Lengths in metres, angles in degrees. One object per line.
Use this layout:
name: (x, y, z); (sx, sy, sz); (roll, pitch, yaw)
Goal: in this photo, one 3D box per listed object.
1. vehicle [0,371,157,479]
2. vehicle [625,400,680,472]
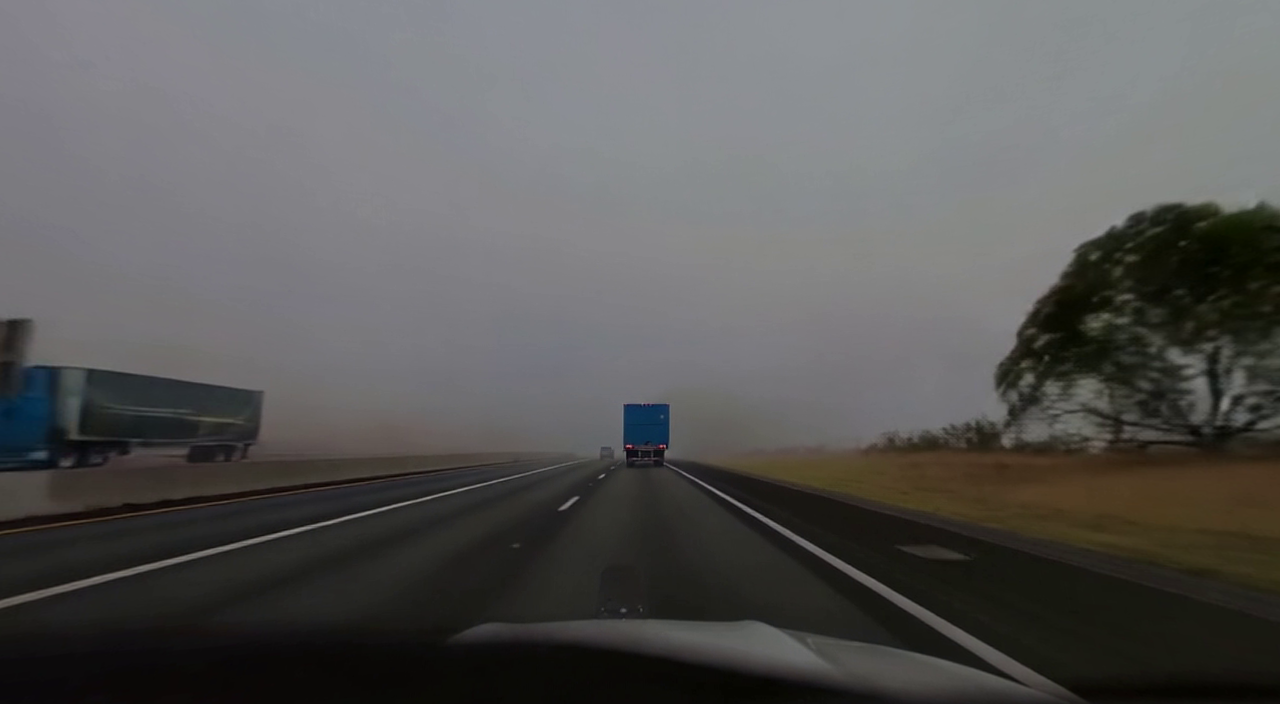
vehicle: (-22.686, 2.776, 23.109); (2.922, 3.559, 8.696); (0, -9, 0)
vehicle: (0.572, 5.557, 40.955); (3.055, 4.009, 10.972); (0, -9, -1)
